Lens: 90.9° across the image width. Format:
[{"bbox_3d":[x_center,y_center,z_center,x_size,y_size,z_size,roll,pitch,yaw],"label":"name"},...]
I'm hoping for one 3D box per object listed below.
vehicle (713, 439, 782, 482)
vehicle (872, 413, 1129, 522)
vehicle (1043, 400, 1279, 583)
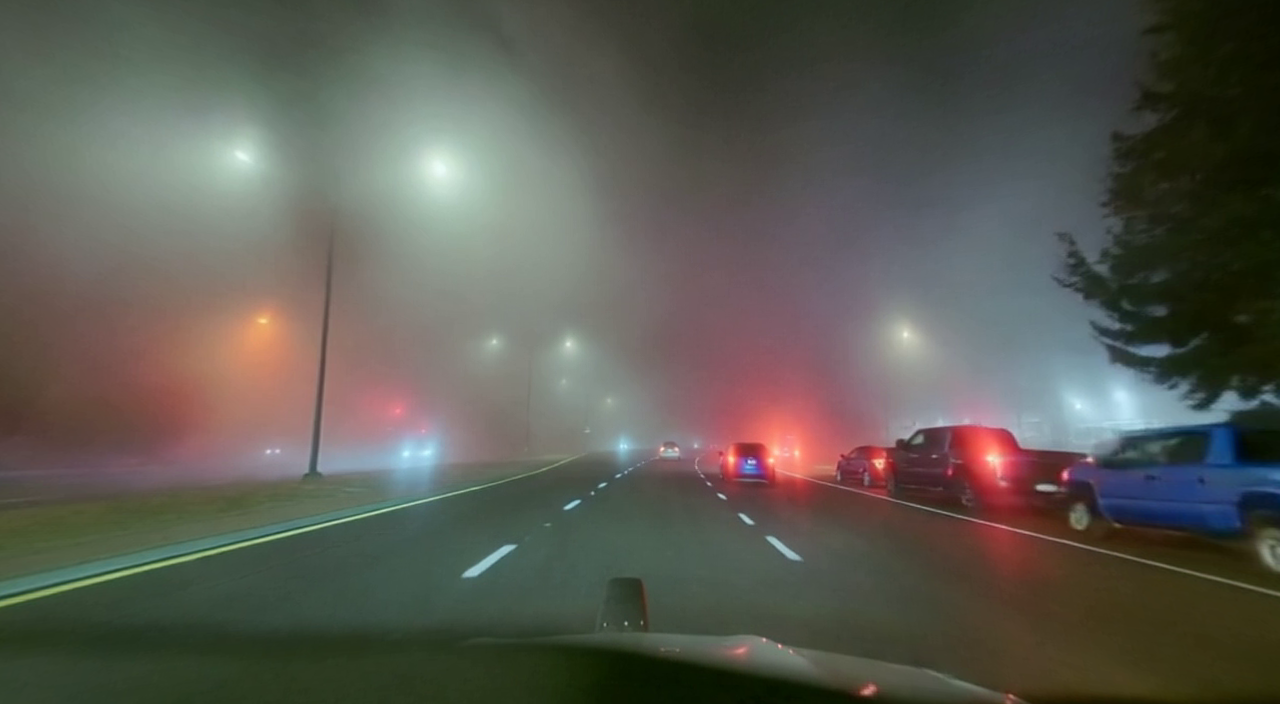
[{"bbox_3d":[4.128,4.239,24.900,1.981,1.499,4.536,0,-8,1],"label":"vehicle"},{"bbox_3d":[7.905,2.636,15.033,2.410,1.997,6.477,0,-8,1],"label":"vehicle"},{"bbox_3d":[7.415,1.565,7.518,2.104,1.801,4.628,0,-8,0],"label":"vehicle"}]
